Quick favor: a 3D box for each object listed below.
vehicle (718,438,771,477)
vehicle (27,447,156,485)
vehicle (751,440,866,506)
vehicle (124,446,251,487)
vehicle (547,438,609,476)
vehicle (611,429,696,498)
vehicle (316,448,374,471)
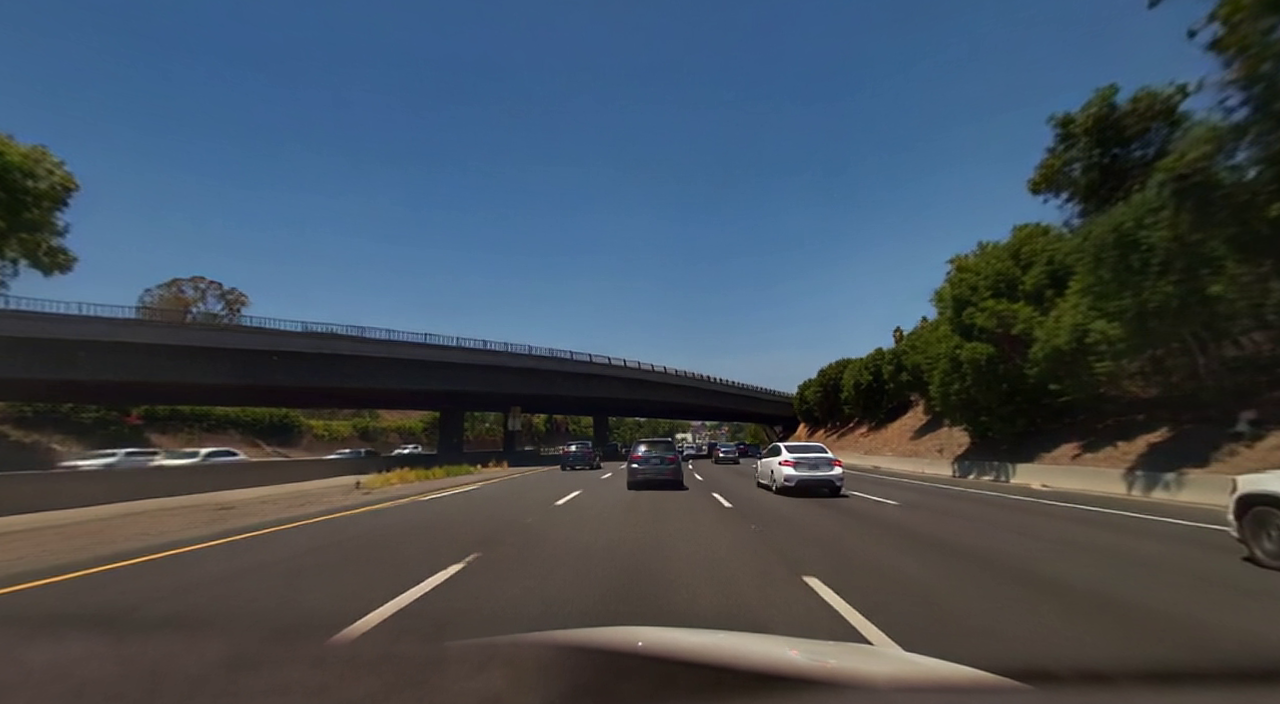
[{"bbox_3d":[5.087,5.193,31.182,2.063,1.710,4.591,0,-9,3],"label":"vehicle"},{"bbox_3d":[-27.350,5.683,31.670,2.015,1.734,4.688,0,-9,3],"label":"vehicle"},{"bbox_3d":[4.343,3.177,16.998,1.999,1.514,4.338,0,-9,1],"label":"vehicle"},{"bbox_3d":[-20.652,5.200,29.047,2.079,1.684,4.734,0,-9,4],"label":"vehicle"},{"bbox_3d":[-2.828,4.961,29.859,2.128,1.627,4.697,0,-9,4],"label":"vehicle"},{"bbox_3d":[0.415,3.170,18.192,2.181,1.728,3.970,0,-9,2],"label":"vehicle"},{"bbox_3d":[-22.471,8.155,48.133,1.918,1.639,4.454,0,-9,5],"label":"vehicle"}]
